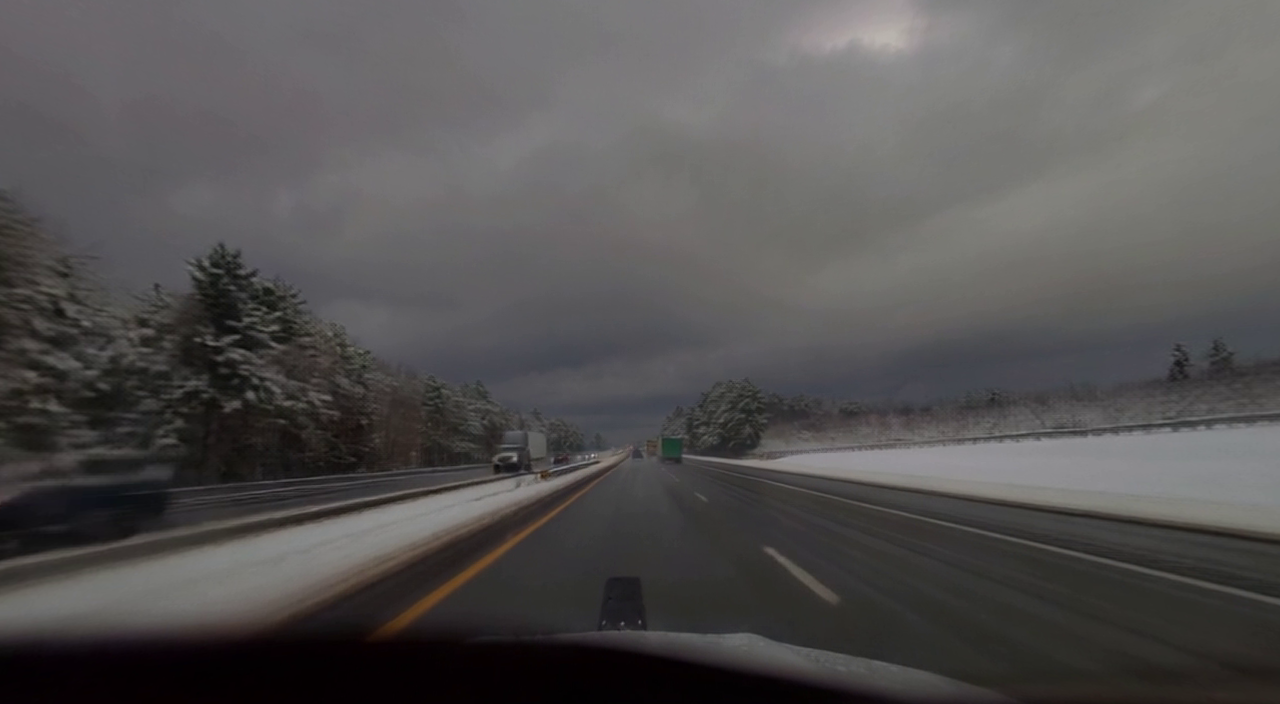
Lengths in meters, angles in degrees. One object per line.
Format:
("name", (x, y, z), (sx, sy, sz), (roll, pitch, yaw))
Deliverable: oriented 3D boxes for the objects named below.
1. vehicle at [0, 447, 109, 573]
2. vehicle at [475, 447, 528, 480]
("vehicle", (-8.705, 1.839, 7.111), (1.858, 1.512, 4.033), (0, -9, 0))
("vehicle", (-8.582, 6.948, 39.541), (2.135, 1.906, 5.000), (0, -9, 1))
